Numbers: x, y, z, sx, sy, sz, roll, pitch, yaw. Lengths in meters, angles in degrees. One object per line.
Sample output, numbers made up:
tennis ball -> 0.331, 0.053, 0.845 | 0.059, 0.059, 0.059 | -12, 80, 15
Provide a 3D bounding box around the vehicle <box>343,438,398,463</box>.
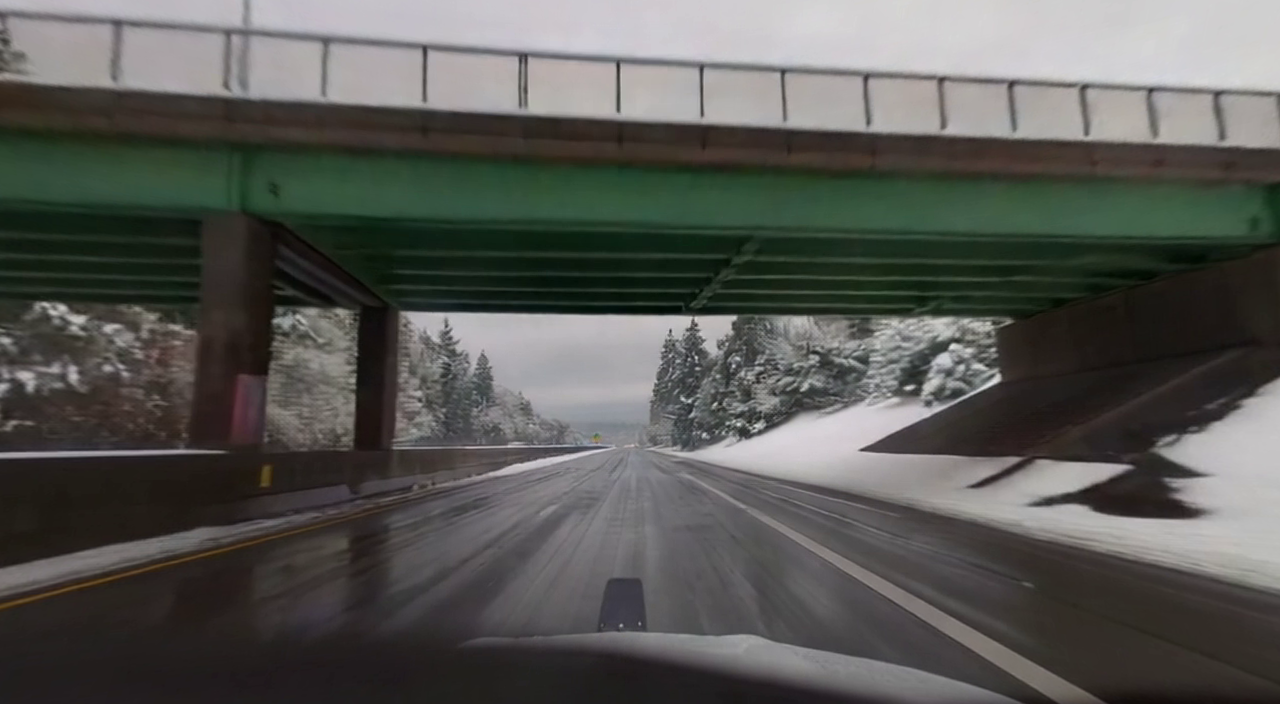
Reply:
vehicle -> -16.449, 6.014, 38.594 | 1.691, 1.443, 3.653 | 0, -9, 1
